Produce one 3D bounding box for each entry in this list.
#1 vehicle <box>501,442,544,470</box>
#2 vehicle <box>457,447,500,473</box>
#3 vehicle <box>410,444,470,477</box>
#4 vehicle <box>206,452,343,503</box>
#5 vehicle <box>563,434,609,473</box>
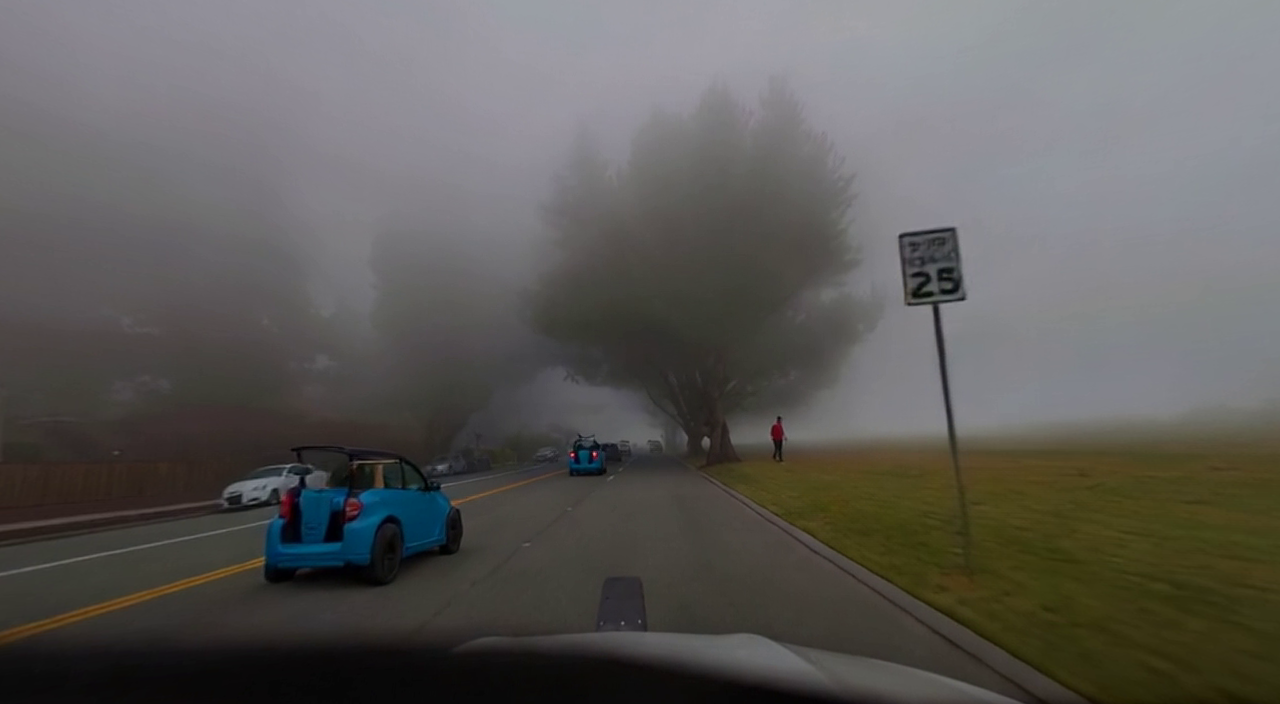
[{"bbox_3d":[-8.441,7.515,45.531,2.019,1.907,4.697,-1,-8,2],"label":"vehicle"},{"bbox_3d":[-11.623,7.779,45.446,1.910,1.462,4.581,-4,-7,-1],"label":"vehicle"},{"bbox_3d":[-11.675,6.324,36.961,1.904,1.728,4.997,1,-8,-1],"label":"vehicle"},{"bbox_3d":[-12.187,4.180,21.375,1.887,1.469,4.691,-1,-9,-1],"label":"vehicle"},{"bbox_3d":[-2.698,5.192,32.343,1.908,1.809,4.230,-1,-8,2],"label":"vehicle"}]
